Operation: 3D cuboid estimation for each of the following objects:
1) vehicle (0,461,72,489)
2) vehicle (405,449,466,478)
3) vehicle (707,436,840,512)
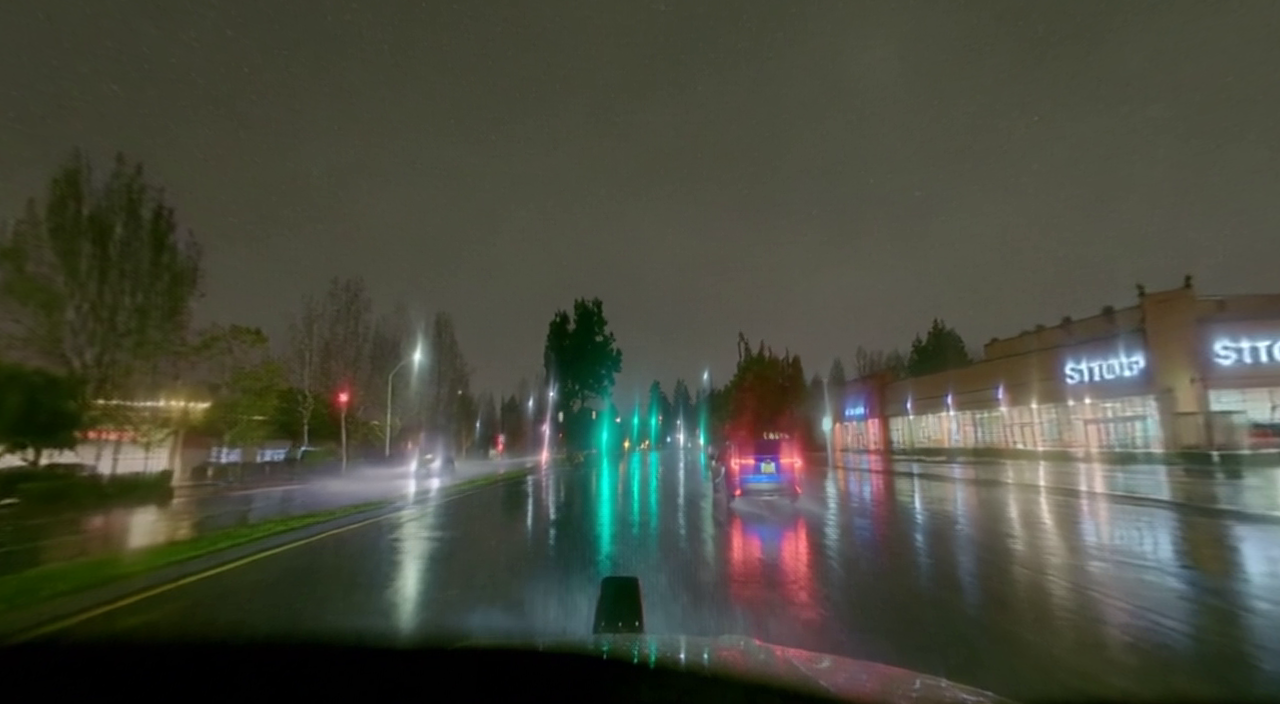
[{"bbox_3d":[-40.785,8.115,41.604,4.421,1.675,2.042,0,-9,-1],"label":"vehicle"},{"bbox_3d":[-11.540,6.299,35.749,1.944,1.512,4.278,0,-9,1],"label":"vehicle"},{"bbox_3d":[2.852,2.728,14.610,2.015,1.479,4.444,0,-9,-1],"label":"vehicle"}]
